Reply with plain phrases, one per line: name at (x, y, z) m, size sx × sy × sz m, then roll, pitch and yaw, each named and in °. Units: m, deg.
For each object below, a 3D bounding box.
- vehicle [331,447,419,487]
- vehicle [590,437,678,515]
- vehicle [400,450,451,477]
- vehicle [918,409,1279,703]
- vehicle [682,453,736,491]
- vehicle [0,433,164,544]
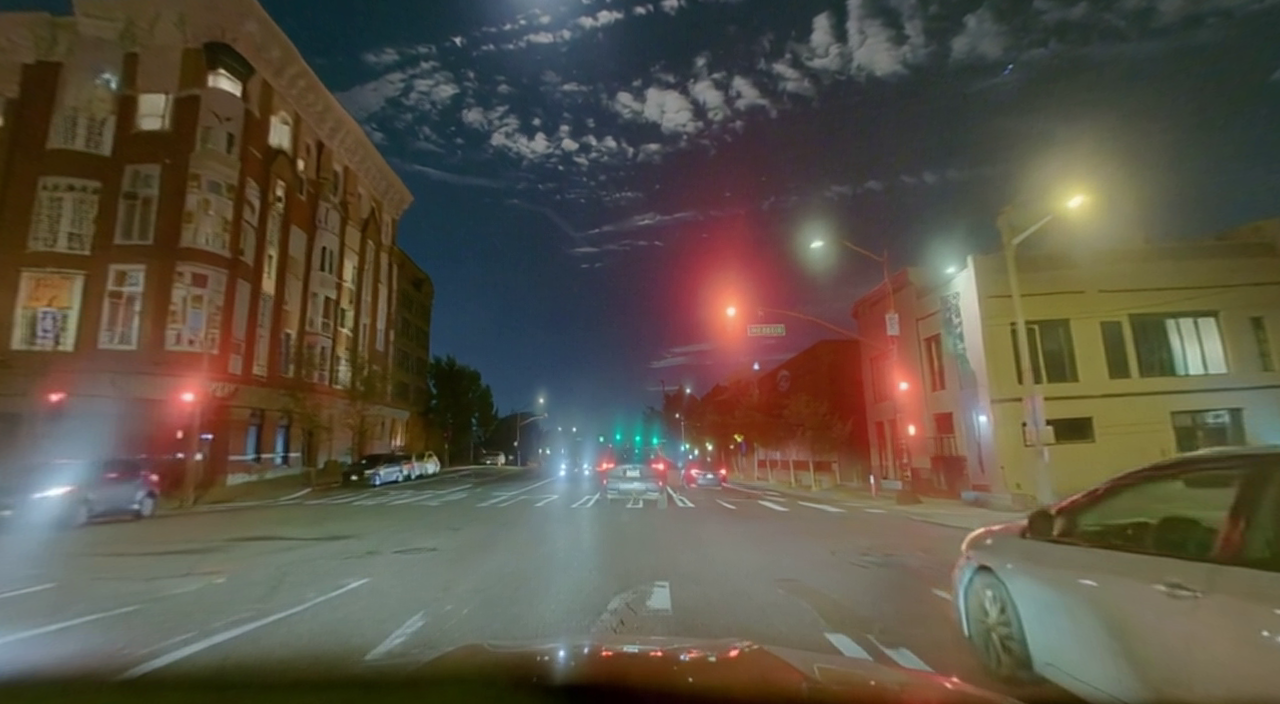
vehicle at (-14.243, 6.169, 34.377) m, size 2.191 × 2.011 × 5.556 m, roll 0°, pitch -9°, yaw 2°
vehicle at (-0.186, 3.336, 17.548) m, size 2.105 × 1.842 × 4.537 m, roll 0°, pitch -9°, yaw -1°
vehicle at (-14.266, 7.385, 42.232) m, size 1.891 × 1.659 × 4.360 m, roll 0°, pitch -9°, yaw 0°
vehicle at (3.250, 1.029, 2.681) m, size 2.026 × 1.499 × 4.662 m, roll 0°, pitch -9°, yaw 0°
vehicle at (2.911, 5.164, 27.531) m, size 1.852 × 1.462 × 4.155 m, roll 0°, pitch -9°, yaw -1°
vehicle at (-11.614, 2.527, 12.273) m, size 4.244 × 1.812 × 1.855 m, roll -4°, pitch -10°, yaw 25°
